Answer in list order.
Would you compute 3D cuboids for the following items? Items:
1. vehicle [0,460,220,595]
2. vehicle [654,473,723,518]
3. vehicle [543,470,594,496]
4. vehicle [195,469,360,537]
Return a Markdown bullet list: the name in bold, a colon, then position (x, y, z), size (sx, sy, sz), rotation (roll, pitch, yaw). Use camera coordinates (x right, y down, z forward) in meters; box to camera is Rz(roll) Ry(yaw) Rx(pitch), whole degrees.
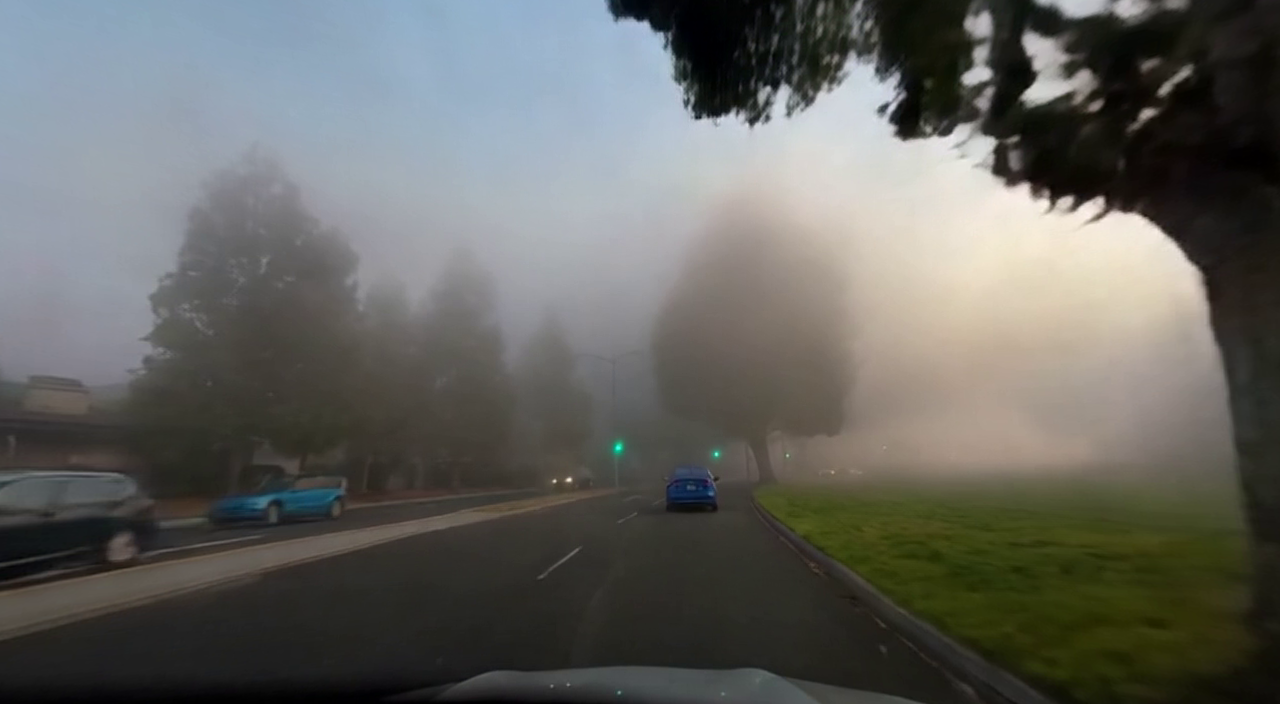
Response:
- **vehicle**: position (-8.196, 2.277, 8.447), size (1.870, 1.518, 4.390), rotation (-3, -11, 4)
- **vehicle**: position (1.752, 4.723, 21.129), size (1.972, 1.250, 5.282), rotation (-1, -11, 8)
- **vehicle**: position (-5.184, 9.576, 46.336), size (2.066, 1.744, 4.771), rotation (-4, -11, 14)
- **vehicle**: position (-10.297, 4.295, 18.402), size (1.856, 1.569, 4.572), rotation (-5, -11, 5)
